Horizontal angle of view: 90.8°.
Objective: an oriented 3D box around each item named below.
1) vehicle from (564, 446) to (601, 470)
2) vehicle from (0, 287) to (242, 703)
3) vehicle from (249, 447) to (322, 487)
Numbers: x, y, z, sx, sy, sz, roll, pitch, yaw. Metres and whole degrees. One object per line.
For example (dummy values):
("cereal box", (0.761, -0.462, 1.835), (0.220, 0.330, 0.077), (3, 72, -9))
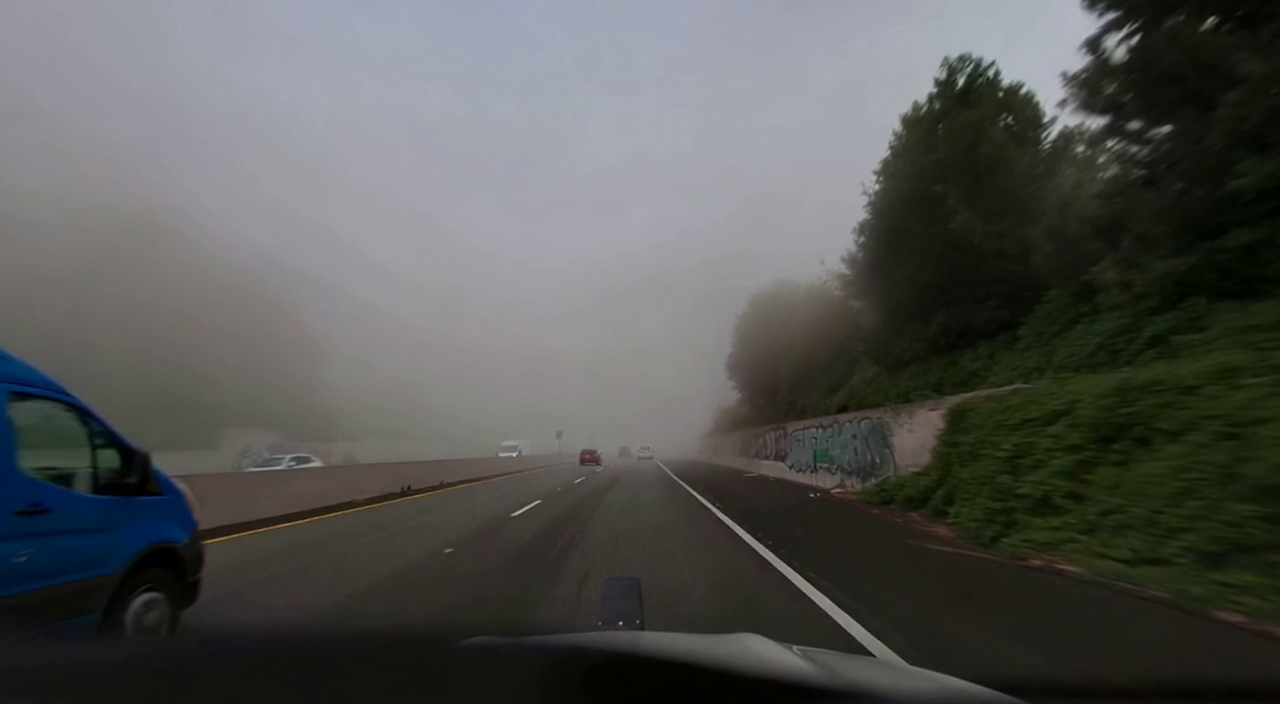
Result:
("vehicle", (-3.694, 6.864, 40.972), (1.994, 1.471, 3.962), (0, -9, 0))
("vehicle", (-4.014, 0.596, 1.869), (2.310, 2.030, 5.094), (0, -9, 0))
("vehicle", (-17.587, 5.694, 31.468), (1.790, 1.872, 3.055), (0, -9, 1))
